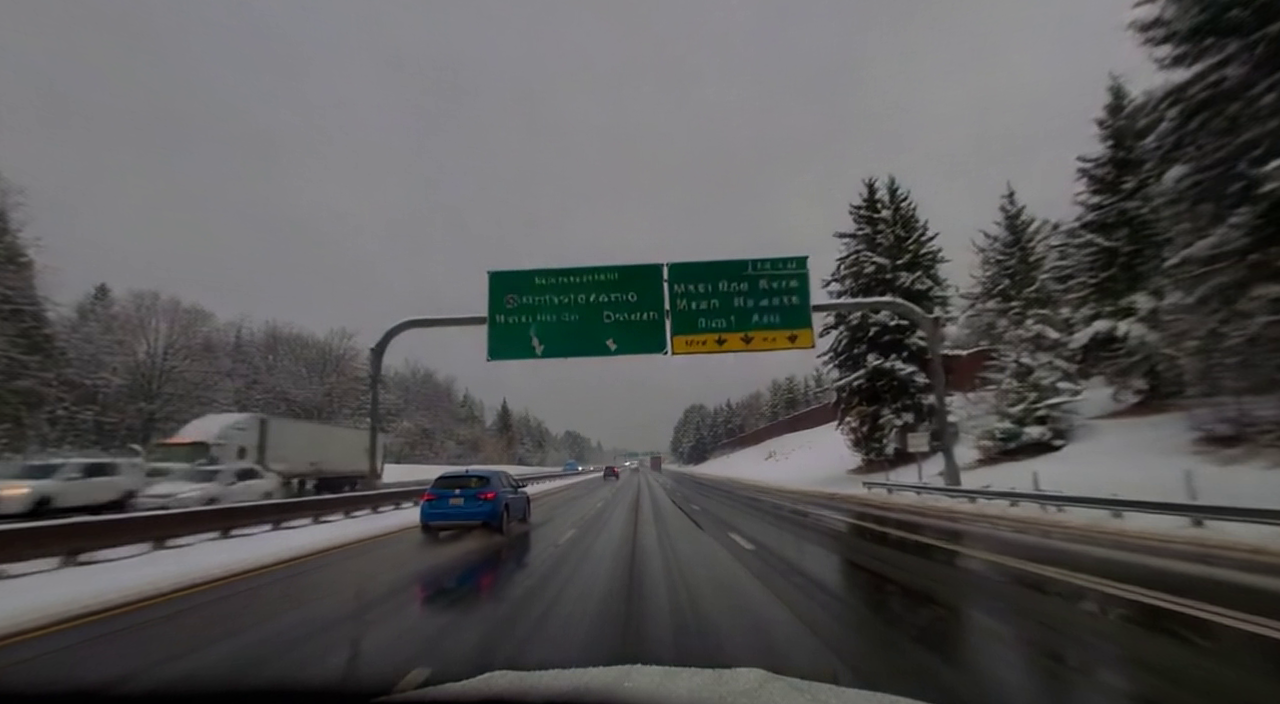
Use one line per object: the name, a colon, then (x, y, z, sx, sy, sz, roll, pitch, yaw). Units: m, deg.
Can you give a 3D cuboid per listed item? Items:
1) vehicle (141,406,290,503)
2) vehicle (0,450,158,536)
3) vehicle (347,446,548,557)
vehicle: (-19.452, 4.820, 29.369, 2.939, 4.029, 5.203, 1, -11, 1)
vehicle: (-11.844, 2.682, 12.309, 1.800, 1.445, 3.699, 1, -10, 1)
vehicle: (-3.012, 2.497, 11.080, 2.045, 1.487, 4.582, 1, -10, 0)
